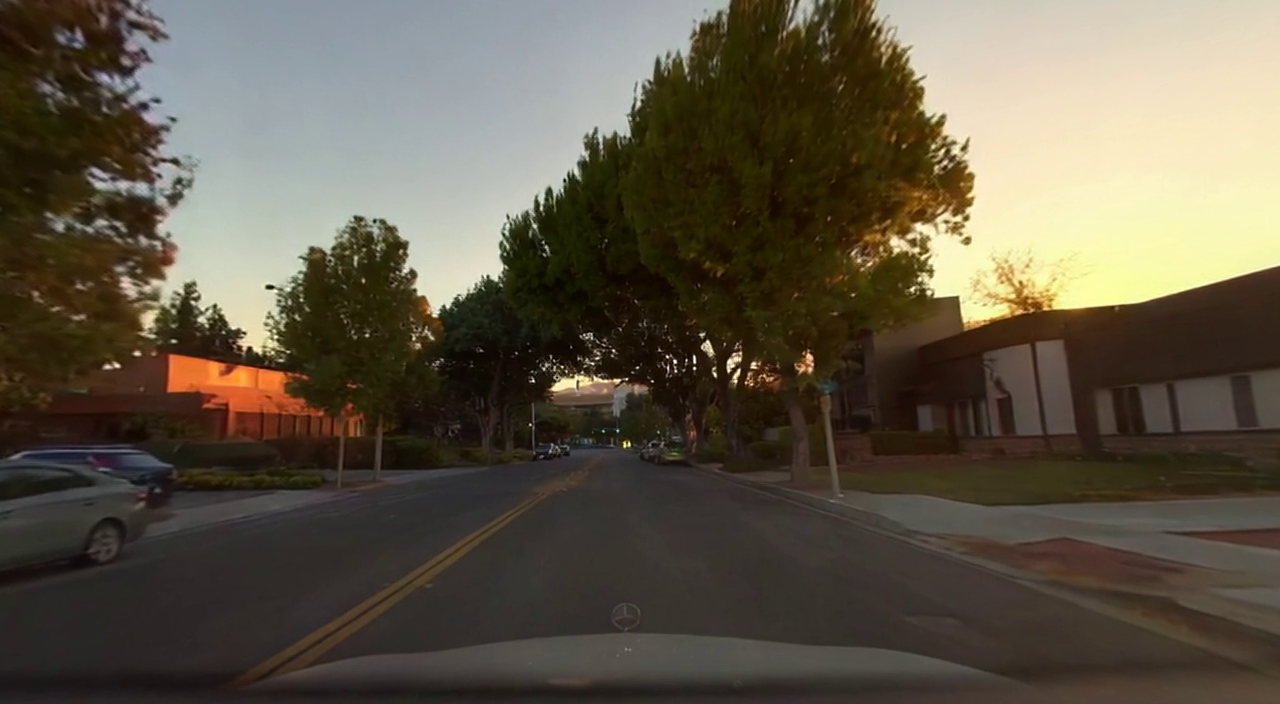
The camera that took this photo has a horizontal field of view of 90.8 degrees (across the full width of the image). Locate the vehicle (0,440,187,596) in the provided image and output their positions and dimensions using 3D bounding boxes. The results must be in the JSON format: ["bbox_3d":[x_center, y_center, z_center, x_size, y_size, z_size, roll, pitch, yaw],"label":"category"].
[{"bbox_3d":[-7.397,1.810,6.844,1.928,1.537,4.439,-4,-8,-3],"label":"vehicle"}]

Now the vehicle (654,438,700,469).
[{"bbox_3d":[2.247,6.345,39.696,2.248,1.821,5.021,0,-8,-4],"label":"vehicle"}]
